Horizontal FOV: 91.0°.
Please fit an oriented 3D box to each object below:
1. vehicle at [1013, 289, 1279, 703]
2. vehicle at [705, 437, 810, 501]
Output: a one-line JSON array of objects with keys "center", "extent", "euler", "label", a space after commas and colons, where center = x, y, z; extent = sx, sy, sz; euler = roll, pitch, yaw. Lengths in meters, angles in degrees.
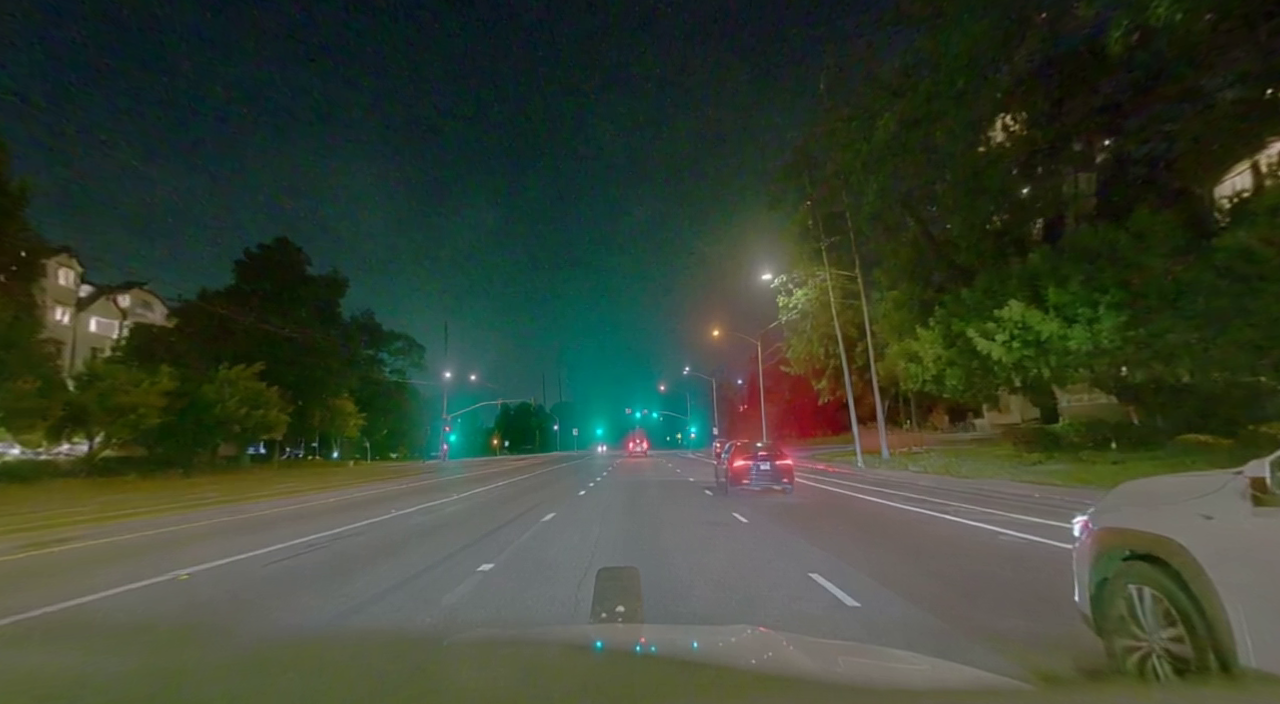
[{"center": [3.049, 0.541, 0.960], "extent": [2.129, 1.761, 4.610], "euler": [0, -9, 1], "label": "vehicle"}, {"center": [2.907, 2.994, 16.536], "extent": [1.889, 1.451, 4.180], "euler": [0, -9, -1], "label": "vehicle"}]
